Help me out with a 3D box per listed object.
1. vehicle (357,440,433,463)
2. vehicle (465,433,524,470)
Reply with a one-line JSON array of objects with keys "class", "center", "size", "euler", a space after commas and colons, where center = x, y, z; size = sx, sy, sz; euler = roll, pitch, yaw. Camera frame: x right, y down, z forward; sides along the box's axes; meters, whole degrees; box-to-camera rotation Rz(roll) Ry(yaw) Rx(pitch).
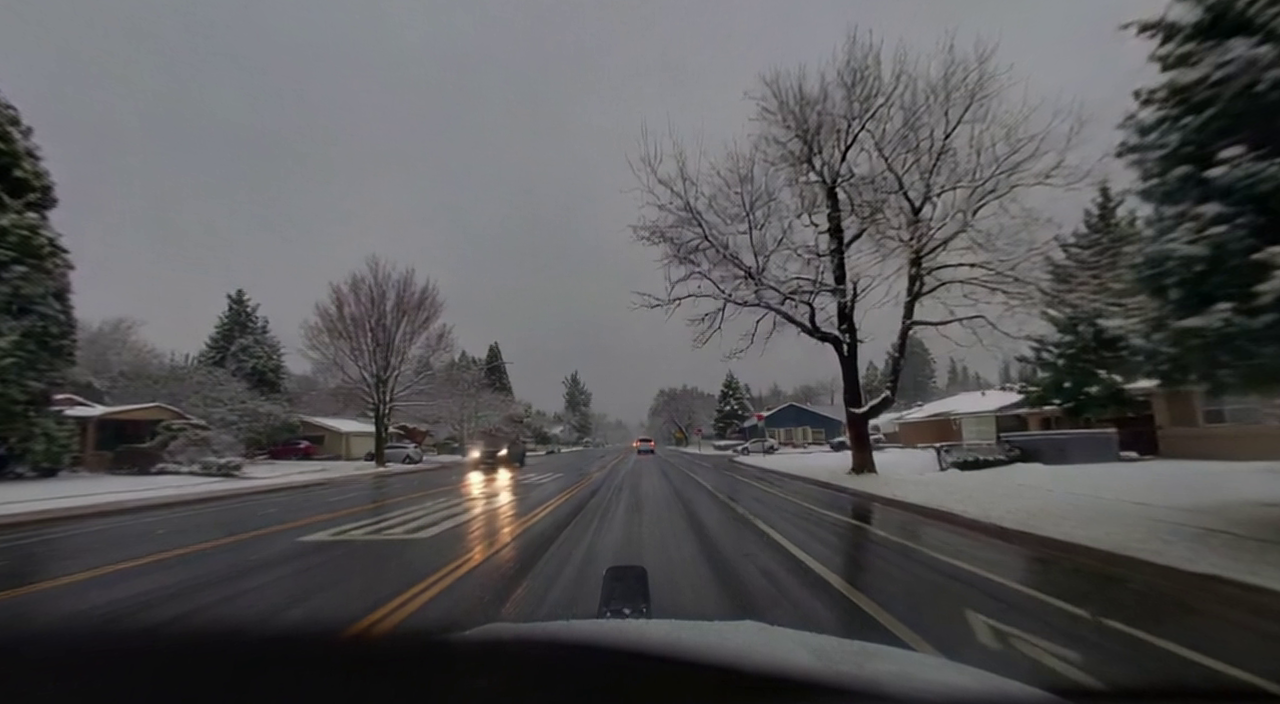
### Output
[{"class": "vehicle", "center": [-17.933, 7.294, 46.345], "size": [4.717, 1.605, 2.074], "euler": [1, -8, -4]}, {"class": "vehicle", "center": [-7.403, 5.115, 32.559], "size": [1.977, 1.753, 4.128], "euler": [0, -8, 1]}]
